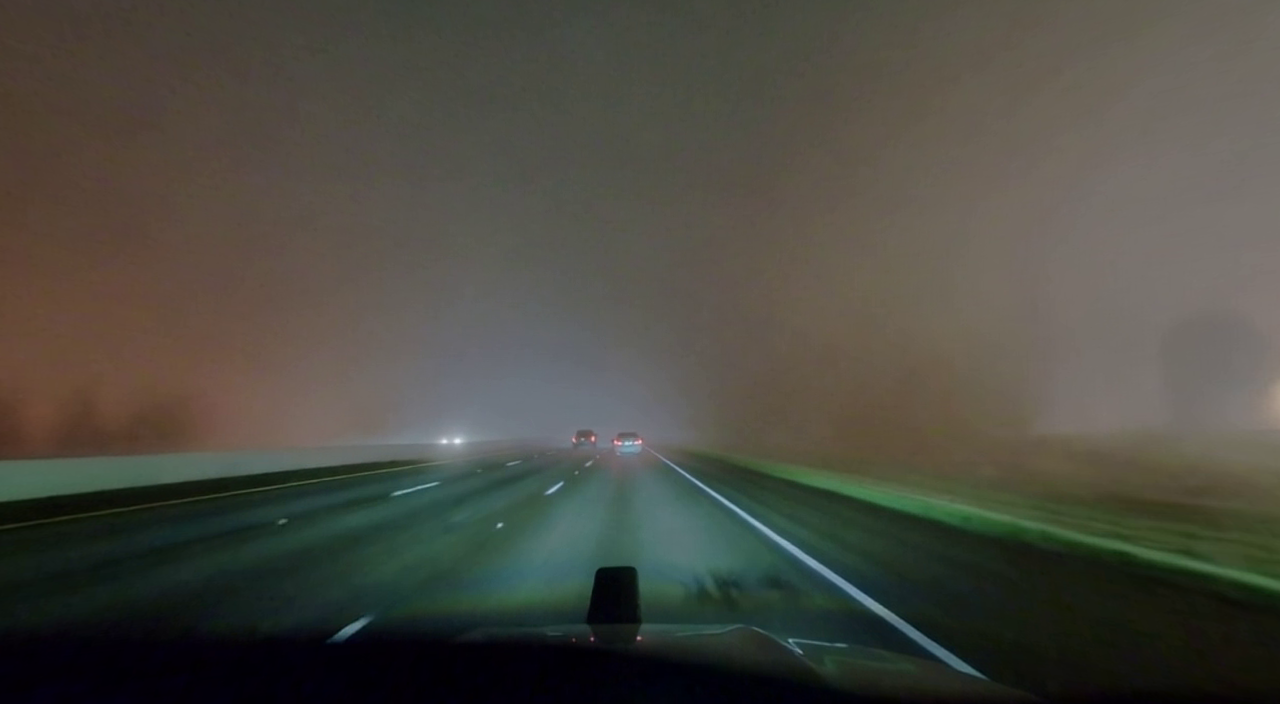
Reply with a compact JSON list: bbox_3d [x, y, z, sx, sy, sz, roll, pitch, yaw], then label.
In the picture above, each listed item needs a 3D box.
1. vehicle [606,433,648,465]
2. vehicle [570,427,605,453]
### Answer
[{"bbox_3d":[-0.660,4.786,31.383,1.948,1.470,3.913,0,-8,-2],"label":"vehicle"},{"bbox_3d":[-4.085,6.950,49.560,2.251,1.938,4.708,0,-8,1],"label":"vehicle"}]
